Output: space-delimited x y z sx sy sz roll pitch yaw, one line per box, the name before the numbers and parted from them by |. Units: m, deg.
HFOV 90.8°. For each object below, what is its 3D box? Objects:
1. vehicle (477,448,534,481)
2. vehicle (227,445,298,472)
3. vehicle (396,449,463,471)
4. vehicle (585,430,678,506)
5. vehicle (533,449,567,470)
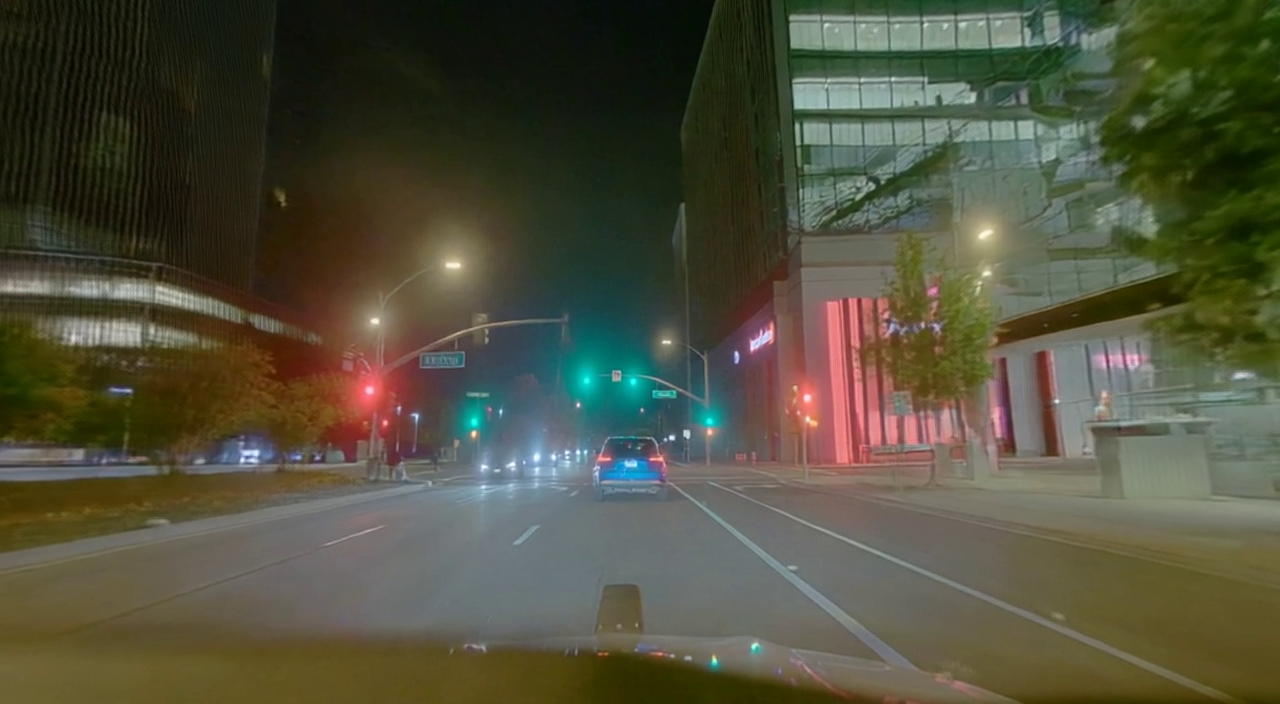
vehicle | -6.588 5.546 31.347 1.908 1.475 4.337 0 -8 0
vehicle | -26.655 7.494 44.566 4.393 1.730 2.151 -5 -9 26
vehicle | -16.619 8.512 49.946 4.588 1.582 1.980 6 -11 -33
vehicle | -0.265 3.047 17.042 2.183 1.765 4.059 0 -8 -2
vehicle | -6.910 8.310 48.997 1.934 1.476 4.457 0 -8 1
